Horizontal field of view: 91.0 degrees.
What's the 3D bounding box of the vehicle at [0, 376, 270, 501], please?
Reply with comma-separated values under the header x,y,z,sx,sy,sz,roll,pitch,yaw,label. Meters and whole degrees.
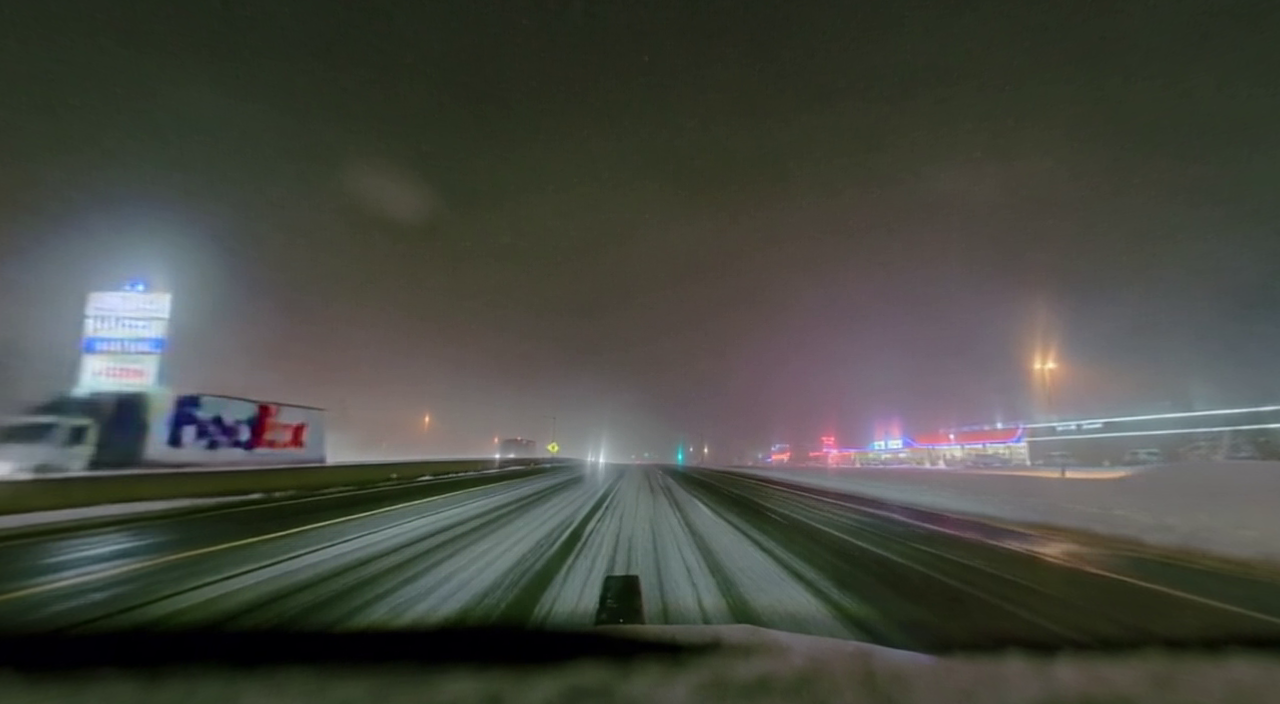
x,y,z,sx,sy,sz,roll,pitch,yaw,label
-21.843,3.864,27.690,2.979,4.143,13.383,0,-9,0,vehicle
